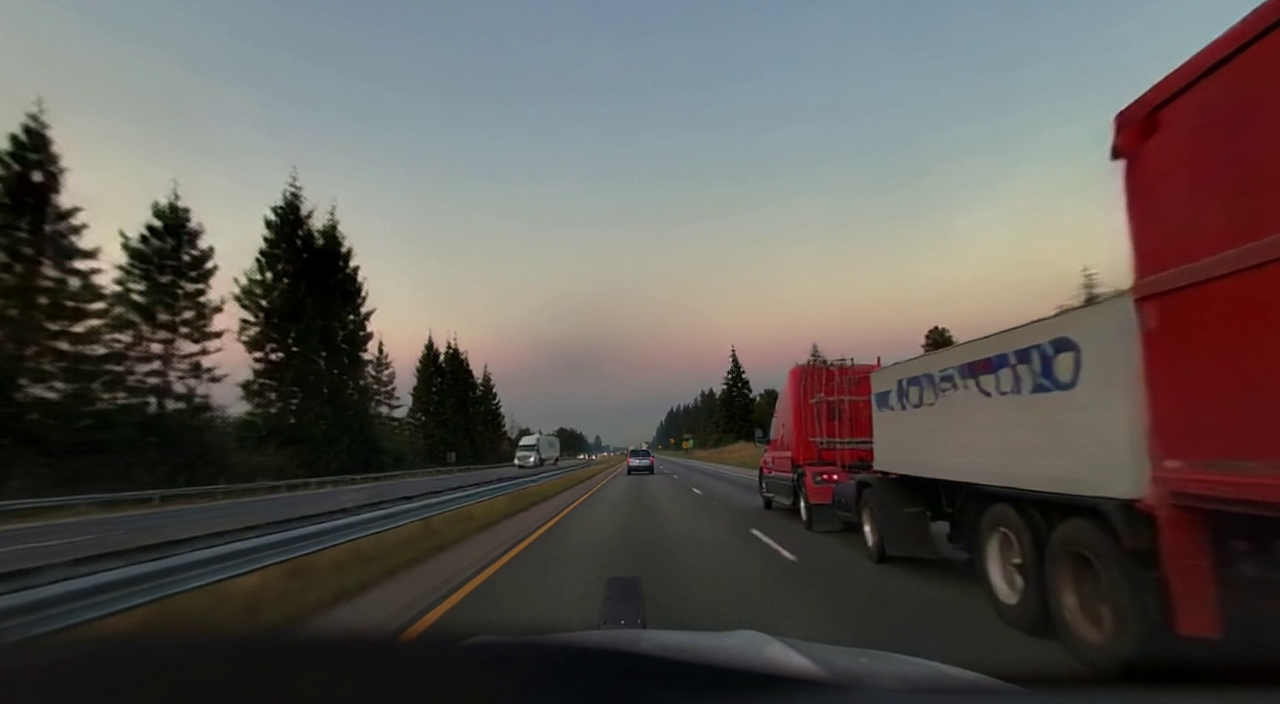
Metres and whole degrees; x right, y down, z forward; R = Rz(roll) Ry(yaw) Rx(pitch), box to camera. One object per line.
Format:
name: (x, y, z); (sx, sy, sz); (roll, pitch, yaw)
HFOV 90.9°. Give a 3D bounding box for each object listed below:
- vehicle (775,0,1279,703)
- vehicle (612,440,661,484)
vehicle: (4.354, 0.355, 6.594); (3.030, 3.985, 12.707); (0, -9, 0)
vehicle: (-0.146, 5.035, 29.180); (2.105, 1.865, 4.102); (0, -9, 0)
